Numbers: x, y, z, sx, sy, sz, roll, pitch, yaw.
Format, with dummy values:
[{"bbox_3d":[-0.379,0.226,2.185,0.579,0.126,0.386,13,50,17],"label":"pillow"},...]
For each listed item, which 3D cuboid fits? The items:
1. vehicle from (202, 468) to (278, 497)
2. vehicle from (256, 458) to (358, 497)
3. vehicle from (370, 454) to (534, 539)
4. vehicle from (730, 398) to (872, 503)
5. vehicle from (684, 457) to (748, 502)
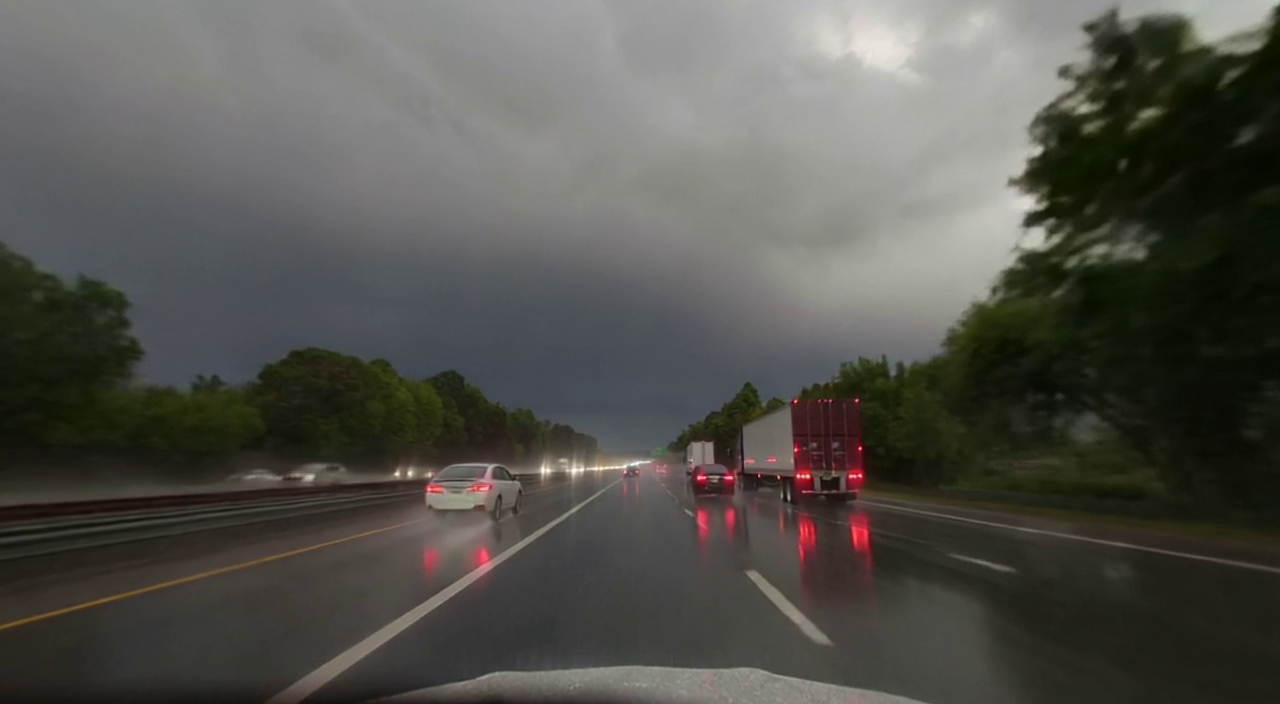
[{"bbox_3d":[-22.318,7.256,35.177,1.666,1.484,3.689,1,-11,2],"label":"vehicle"},{"bbox_3d":[-15.198,5.753,29.020,1.949,1.577,4.837,1,-10,1],"label":"vehicle"},{"bbox_3d":[-3.789,3.033,13.711,2.065,1.485,4.682,1,-10,1],"label":"vehicle"},{"bbox_3d":[7.569,5.441,33.450,2.861,4.086,17.499,1,-10,0],"label":"vehicle"},{"bbox_3d":[3.143,5.391,26.870,2.050,1.708,4.457,1,-10,-1],"label":"vehicle"}]
